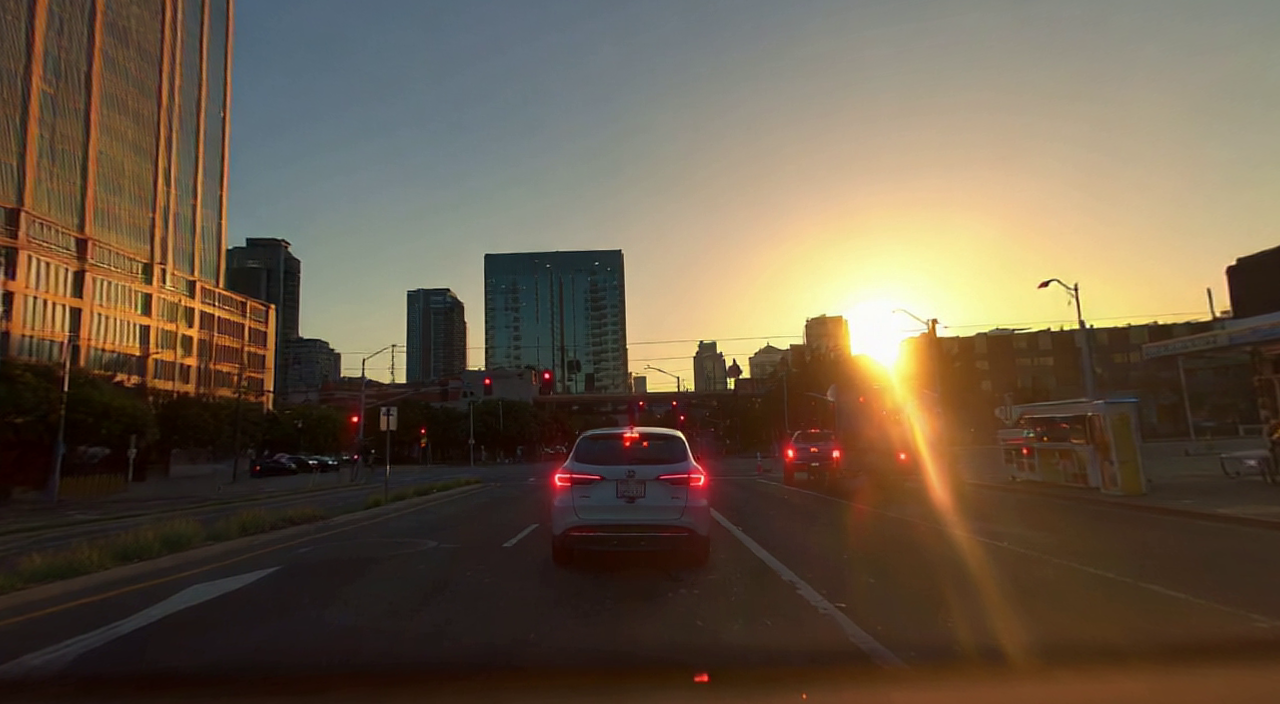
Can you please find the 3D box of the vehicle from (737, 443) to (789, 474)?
[{"bbox_3d":[6.274,5.457,32.642,1.961,1.477,4.454,0,-9,2],"label":"vehicle"}]

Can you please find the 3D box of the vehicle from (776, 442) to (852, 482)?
[{"bbox_3d":[6.863,4.379,25.273,1.833,1.452,4.237,0,-9,0],"label":"vehicle"}]

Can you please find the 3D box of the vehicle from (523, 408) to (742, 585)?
[{"bbox_3d":[-0.058,1.696,8.123,2.115,1.700,3.901,0,-8,1],"label":"vehicle"}]
